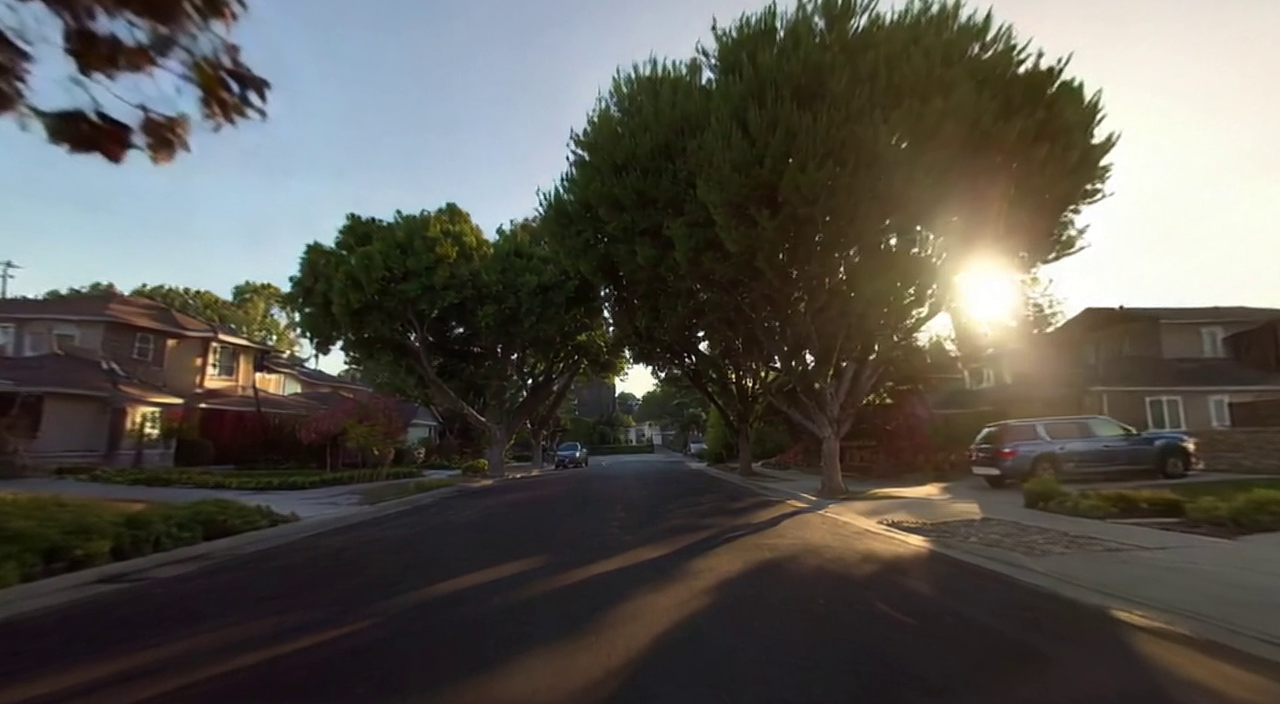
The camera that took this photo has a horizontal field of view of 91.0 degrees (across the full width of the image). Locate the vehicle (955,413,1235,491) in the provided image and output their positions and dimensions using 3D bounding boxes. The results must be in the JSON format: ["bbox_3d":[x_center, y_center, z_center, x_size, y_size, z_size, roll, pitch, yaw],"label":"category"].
[{"bbox_3d":[11.736,2.627,16.594,5.637,1.890,2.171,0,-9,-1],"label":"vehicle"}]

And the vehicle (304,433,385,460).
[{"bbox_3d":[-19.230,6.185,41.111,4.196,1.696,2.086,0,-10,-1],"label":"vehicle"}]
